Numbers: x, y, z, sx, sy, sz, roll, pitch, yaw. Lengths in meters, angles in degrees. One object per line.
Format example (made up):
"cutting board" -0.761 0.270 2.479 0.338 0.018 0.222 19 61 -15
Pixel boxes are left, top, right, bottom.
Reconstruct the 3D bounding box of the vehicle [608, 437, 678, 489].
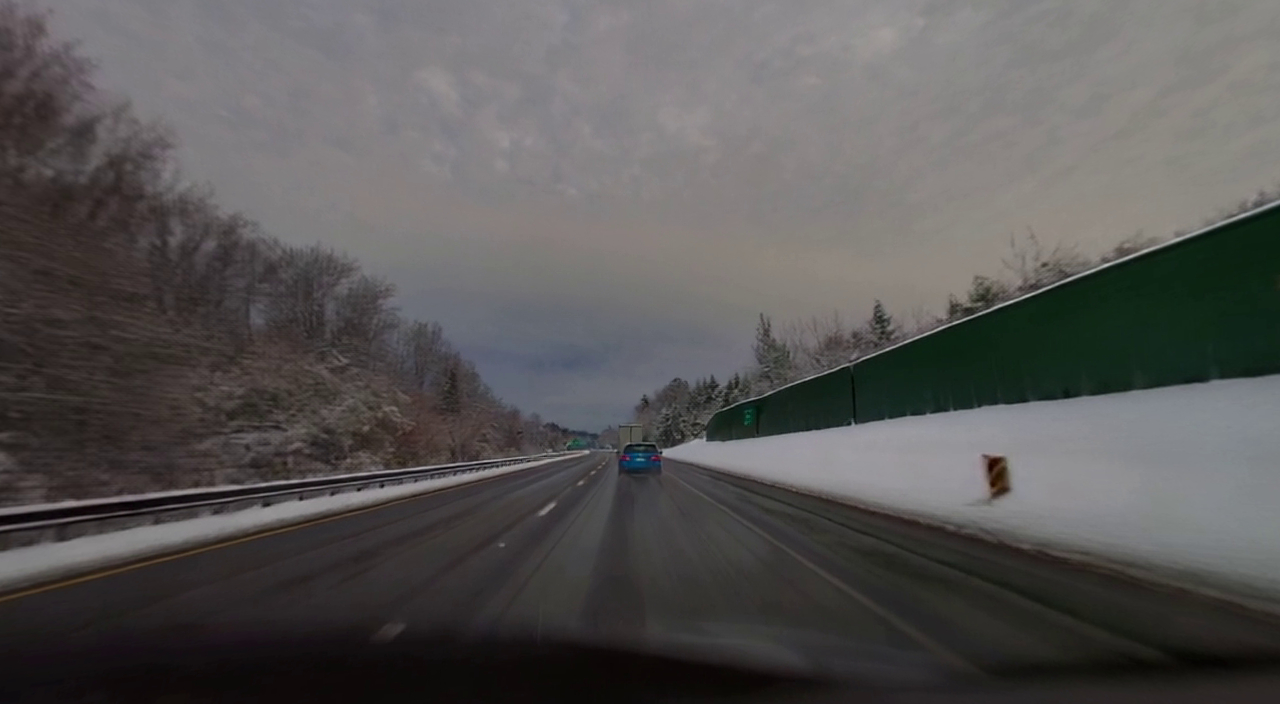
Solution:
"vehicle" 0.038 3.559 20.627 2.057 1.516 4.065 0 -8 -1
